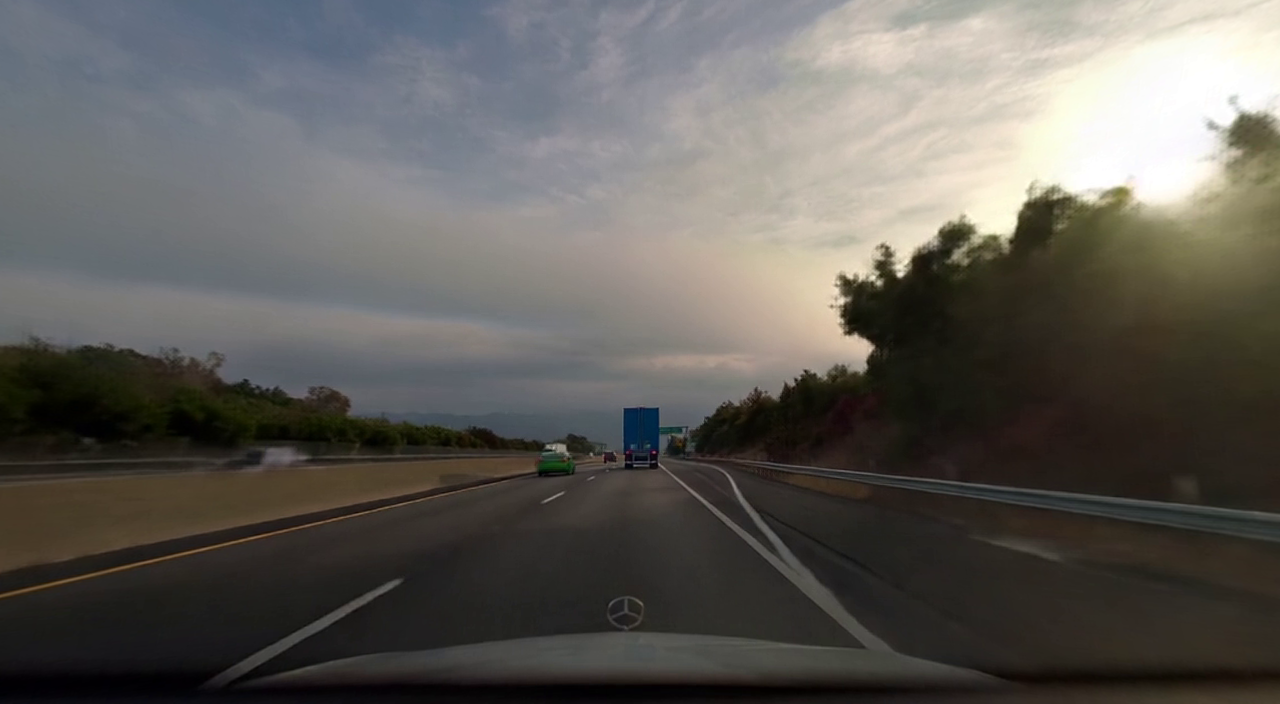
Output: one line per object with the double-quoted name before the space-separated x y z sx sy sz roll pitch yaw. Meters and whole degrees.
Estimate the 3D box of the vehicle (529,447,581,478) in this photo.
"vehicle" -4.428 5.807 33.474 2.051 1.538 4.569 0 -9 1

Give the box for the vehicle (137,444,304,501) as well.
"vehicle" -13.281 3.808 20.443 1.985 1.594 4.906 0 -9 0

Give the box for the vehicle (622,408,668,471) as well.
"vehicle" 0.311 6.243 44.636 2.899 3.966 10.053 0 -9 0
